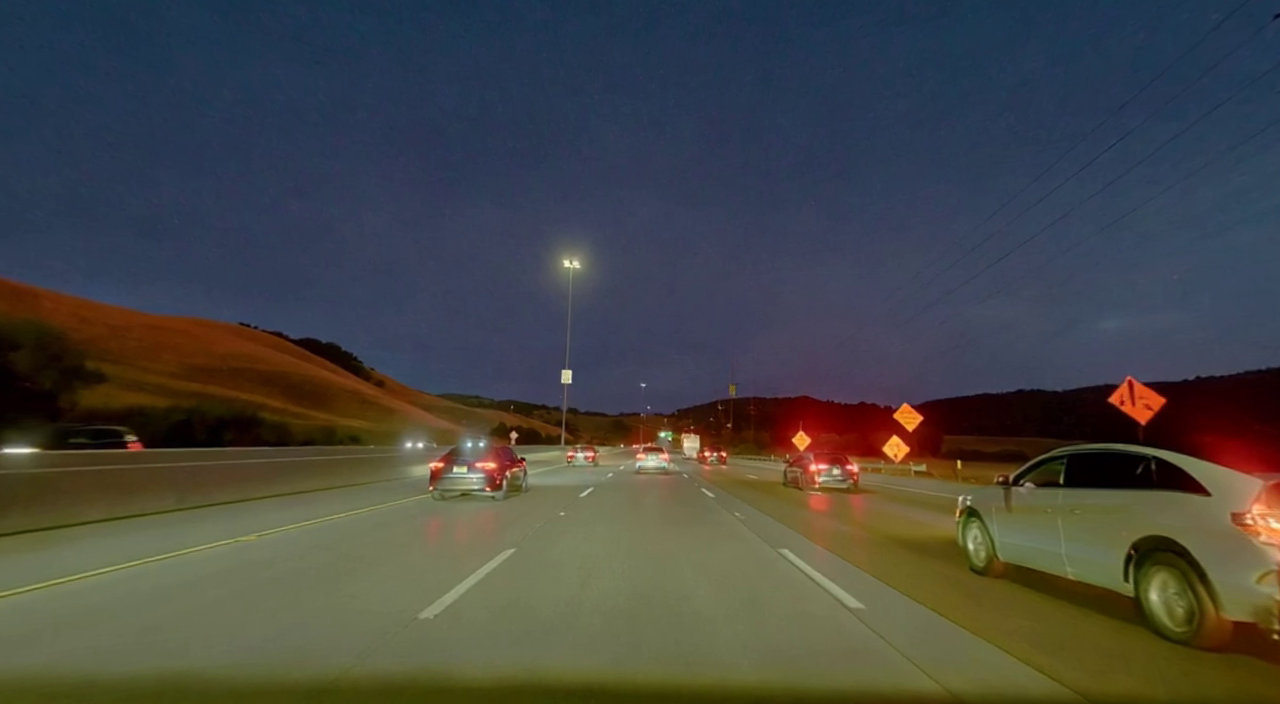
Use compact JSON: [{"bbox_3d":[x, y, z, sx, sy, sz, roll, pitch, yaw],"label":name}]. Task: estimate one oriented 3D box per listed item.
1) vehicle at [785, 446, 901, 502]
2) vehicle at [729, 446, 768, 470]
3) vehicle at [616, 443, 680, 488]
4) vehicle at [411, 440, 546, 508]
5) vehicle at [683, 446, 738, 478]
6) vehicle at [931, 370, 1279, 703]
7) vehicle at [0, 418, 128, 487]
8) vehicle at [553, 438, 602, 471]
[{"bbox_3d":[5.934,3.578,19.049,1.867,1.465,4.093,0,-8,-4],"label":"vehicle"},{"bbox_3d":[8.035,7.878,47.067,2.042,1.684,4.609,0,-8,0],"label":"vehicle"},{"bbox_3d":[0.261,4.114,23.332,2.138,1.473,4.392,0,-8,0],"label":"vehicle"},{"bbox_3d":[-3.804,2.937,15.728,2.232,1.438,4.163,0,-8,1],"label":"vehicle"},{"bbox_3d":[3.400,5.416,31.298,2.177,1.453,4.205,0,-8,-1],"label":"vehicle"},{"bbox_3d":[3.842,1.054,3.708,2.018,1.670,4.658,0,-8,0],"label":"vehicle"},{"bbox_3d":[-15.297,2.374,14.899,2.403,1.508,4.726,0,-8,1],"label":"vehicle"},{"bbox_3d":[-3.411,5.737,35.547,2.234,1.675,4.527,0,-8,1],"label":"vehicle"}]
